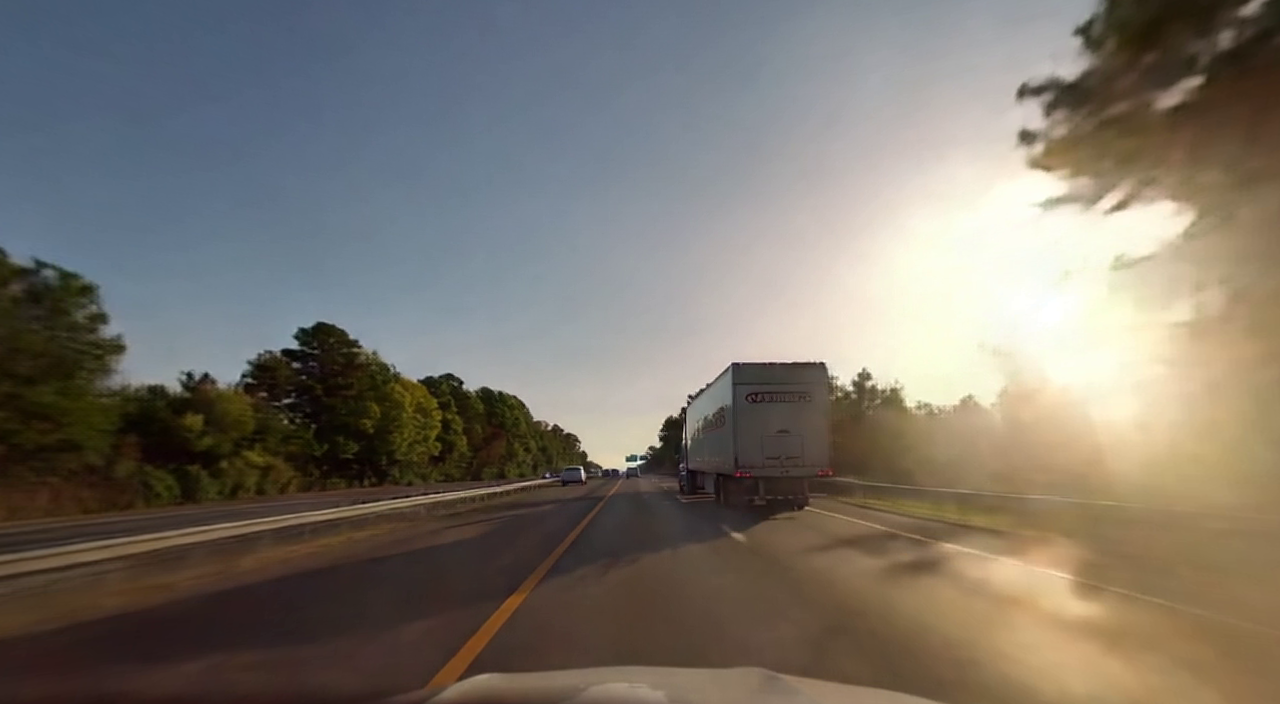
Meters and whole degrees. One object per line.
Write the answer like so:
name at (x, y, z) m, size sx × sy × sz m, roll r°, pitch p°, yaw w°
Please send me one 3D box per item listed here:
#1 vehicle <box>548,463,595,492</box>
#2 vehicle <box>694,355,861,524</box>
vehicle at (-3.982, 7.408, 37.470) m, size 2.180 × 1.556 × 4.895 m, roll 1°, pitch -10°, yaw 0°
vehicle at (3.736, 3.039, 20.512) m, size 2.871 × 4.032 × 10.642 m, roll 1°, pitch -10°, yaw -1°
